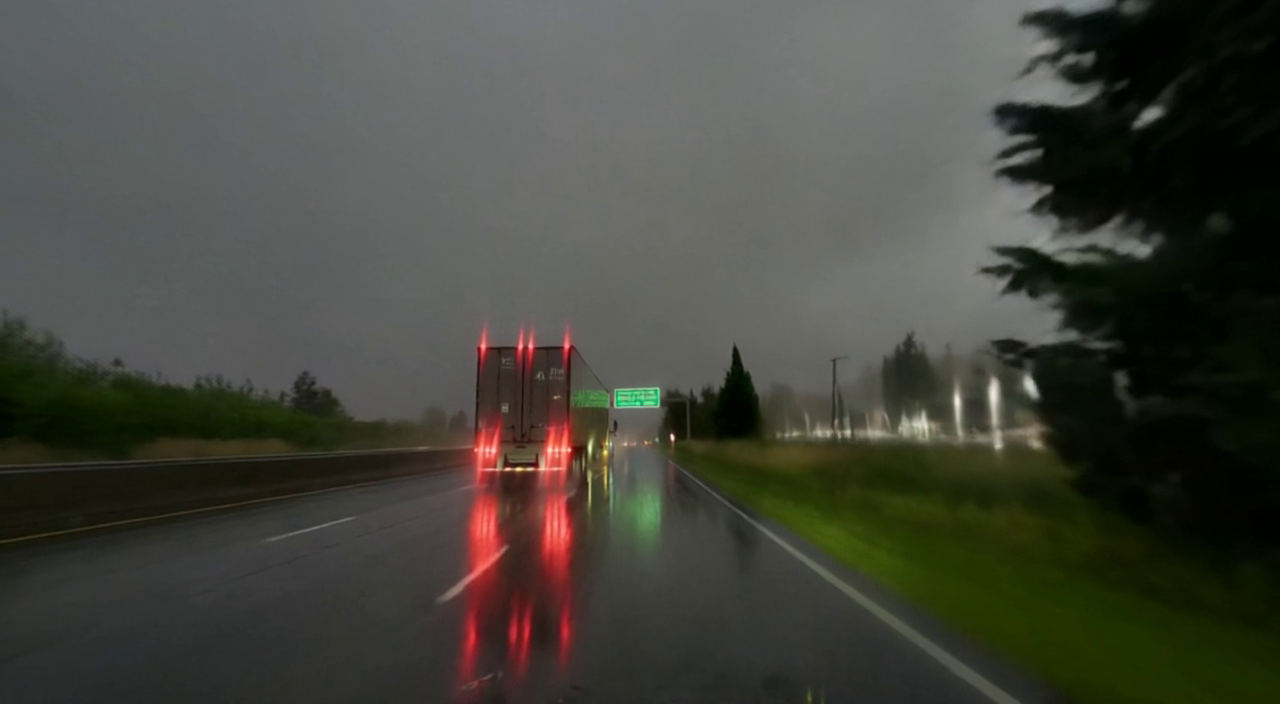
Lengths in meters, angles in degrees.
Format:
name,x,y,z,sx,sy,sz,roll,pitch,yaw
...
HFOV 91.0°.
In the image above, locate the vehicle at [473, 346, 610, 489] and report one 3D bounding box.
name,x,y,z,sx,sy,sz,roll,pitch,yaw
vehicle,-3.097,2.857,24.882,2.947,4.051,14.256,0,-8,1
